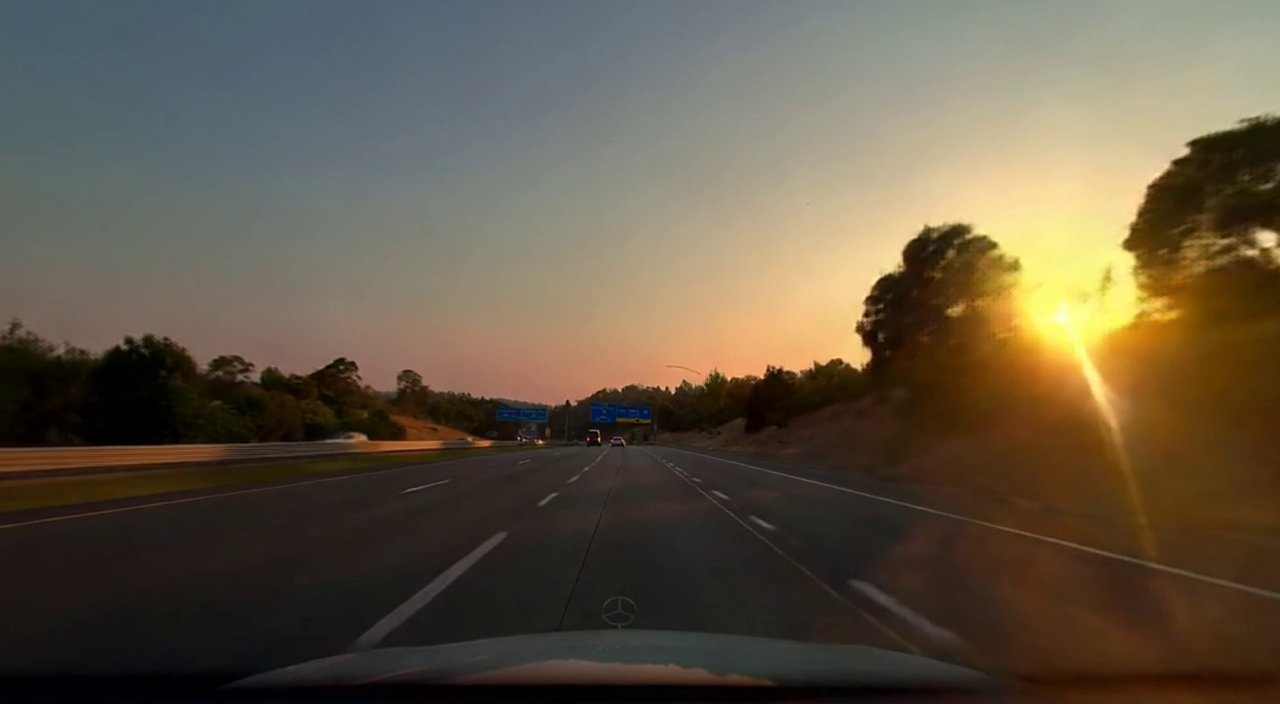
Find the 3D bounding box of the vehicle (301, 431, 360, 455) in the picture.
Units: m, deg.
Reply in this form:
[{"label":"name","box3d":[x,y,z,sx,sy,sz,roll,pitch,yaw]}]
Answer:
[{"label":"vehicle","box3d":[-21.300,6.276,43.511,1.839,1.514,4.616,0,-8,-2]}]
